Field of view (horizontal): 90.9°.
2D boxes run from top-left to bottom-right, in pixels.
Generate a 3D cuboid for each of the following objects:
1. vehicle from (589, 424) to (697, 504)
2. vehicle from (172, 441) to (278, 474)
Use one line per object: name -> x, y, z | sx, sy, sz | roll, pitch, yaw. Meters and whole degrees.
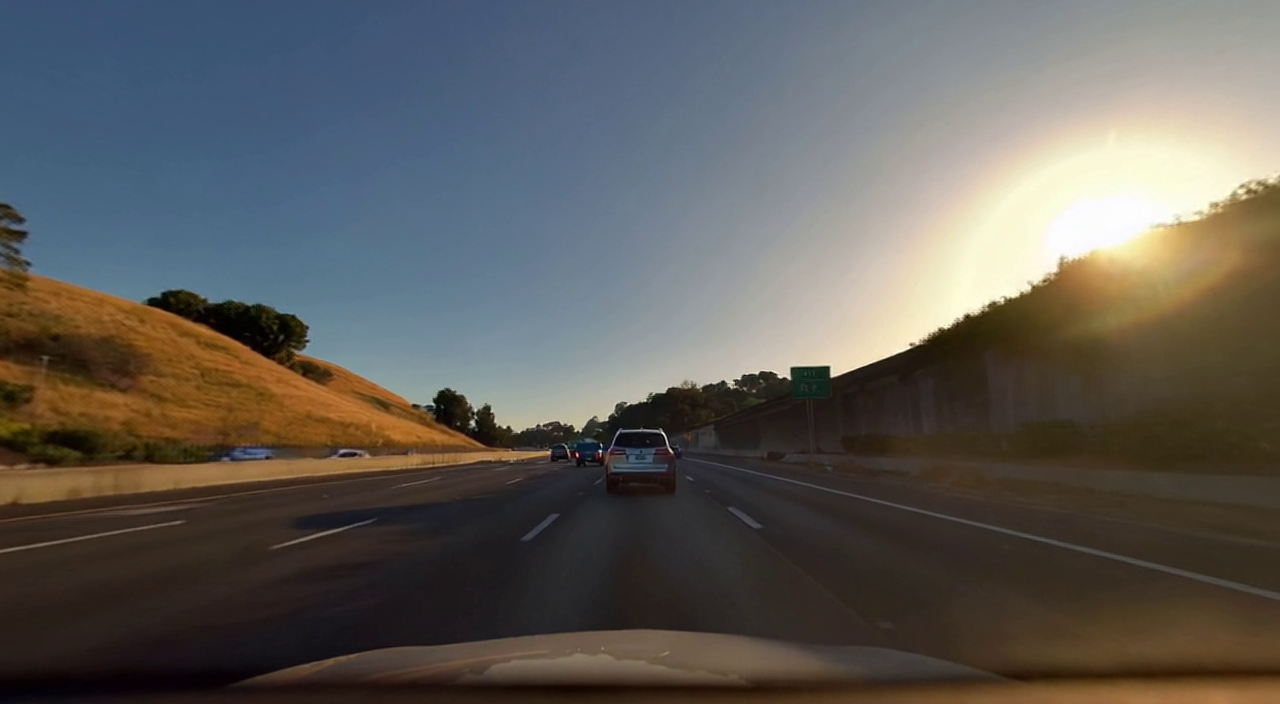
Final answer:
vehicle -> 0.092, 2.892, 16.597 | 2.447, 1.804, 4.273 | 0, -9, 1
vehicle -> -24.509, 6.253, 37.654 | 2.257, 1.773, 5.915 | 0, -9, 1
